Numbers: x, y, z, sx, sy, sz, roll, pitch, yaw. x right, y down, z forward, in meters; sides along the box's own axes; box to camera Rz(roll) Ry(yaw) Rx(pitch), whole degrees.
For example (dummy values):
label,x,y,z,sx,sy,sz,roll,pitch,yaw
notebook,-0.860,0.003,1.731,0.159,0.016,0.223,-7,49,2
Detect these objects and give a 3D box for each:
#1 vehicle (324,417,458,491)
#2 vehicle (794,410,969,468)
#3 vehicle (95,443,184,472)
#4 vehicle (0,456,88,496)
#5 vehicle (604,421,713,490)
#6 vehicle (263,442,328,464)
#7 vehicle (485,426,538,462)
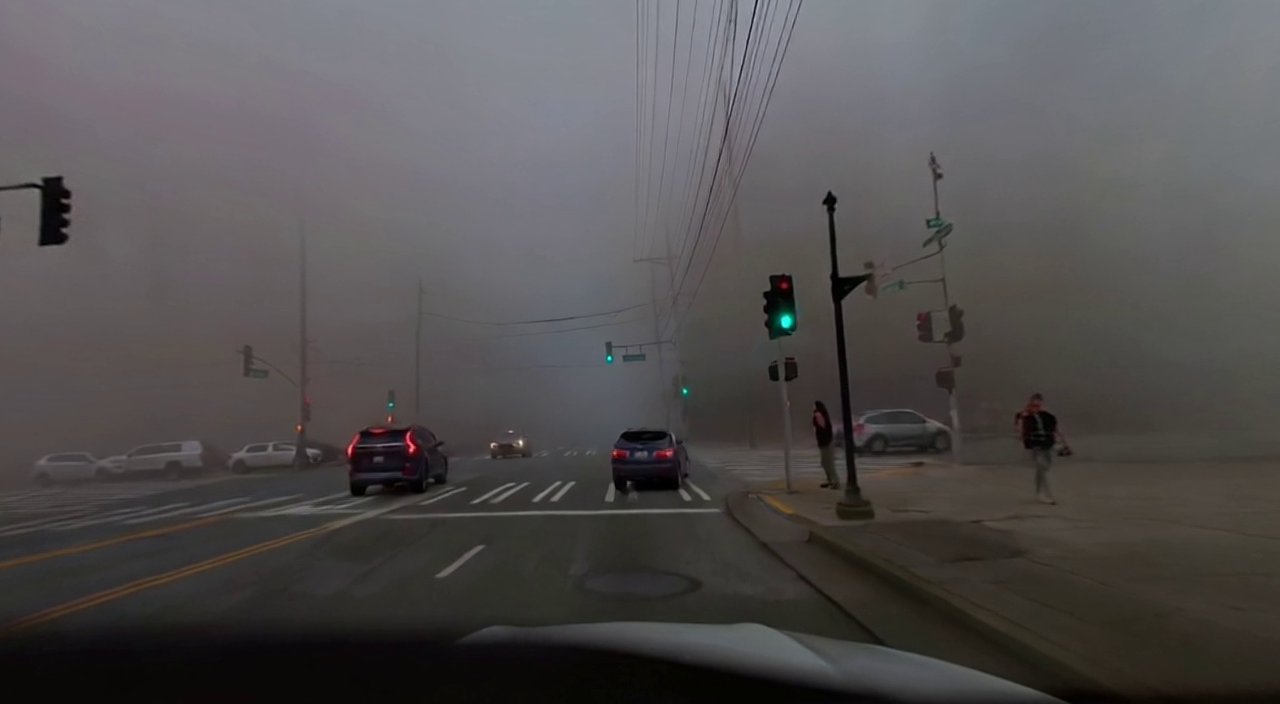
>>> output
label,x,y,z,sx,sy,sz,roll,pitch,yaw
vehicle,-6.585,2.733,17.313,2.063,1.751,4.229,0,-7,-2
vehicle,7.503,2.714,19.904,4.714,1.686,1.973,1,-7,-8
vehicle,-34.678,7.296,43.852,4.492,1.880,1.879,0,-7,-1
vehicle,-26.006,5.077,26.060,4.479,1.484,2.036,0,-7,0
vehicle,0.633,2.568,16.214,2.059,1.497,4.260,-1,-7,12
vehicle,-22.964,6.717,42.170,3.360,1.392,1.674,0,-8,0
vehicle,-5.754,4.063,28.090,2.097,1.457,4.439,2,-8,-13
